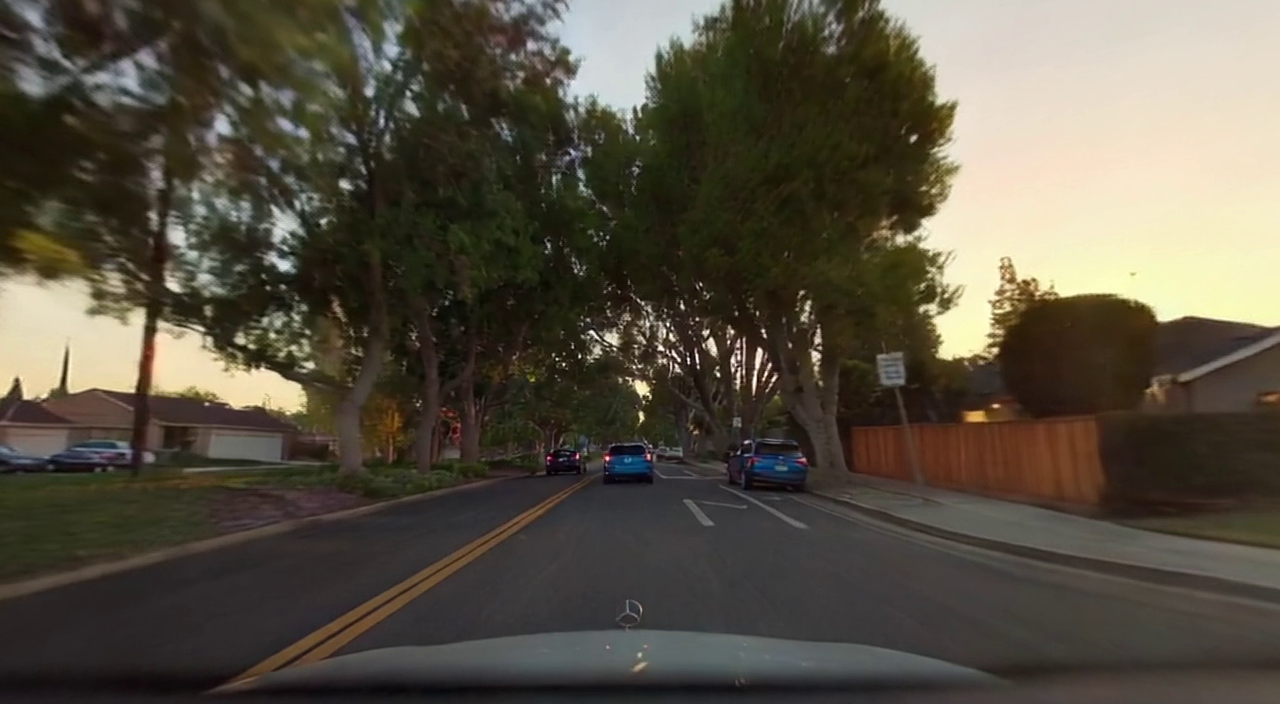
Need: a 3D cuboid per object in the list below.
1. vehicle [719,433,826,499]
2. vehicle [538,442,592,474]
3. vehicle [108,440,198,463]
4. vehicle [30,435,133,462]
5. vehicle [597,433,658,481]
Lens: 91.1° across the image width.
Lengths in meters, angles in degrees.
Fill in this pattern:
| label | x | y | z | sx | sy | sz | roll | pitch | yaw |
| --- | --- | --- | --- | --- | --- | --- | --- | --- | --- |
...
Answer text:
| label | x | y | z | sx | sy | sz | roll | pitch | yaw |
| --- | --- | --- | --- | --- | --- | --- | --- | --- | --- |
| vehicle | 3.927 | 3.464 | 19.492 | 2.332 | 1.769 | 4.518 | 0 | -8 | 0 |
| vehicle | -3.570 | 5.128 | 30.654 | 2.032 | 1.433 | 4.458 | 0 | -8 | 1 |
| vehicle | -32.307 | 6.621 | 41.725 | 4.497 | 1.418 | 1.783 | 1 | -9 | 2 |
| vehicle | -33.482 | 5.791 | 37.735 | 4.271 | 1.581 | 1.919 | 0 | -8 | -1 |
| vehicle | -0.477 | 4.177 | 25.145 | 2.220 | 1.742 | 4.047 | 0 | -8 | 0 |
